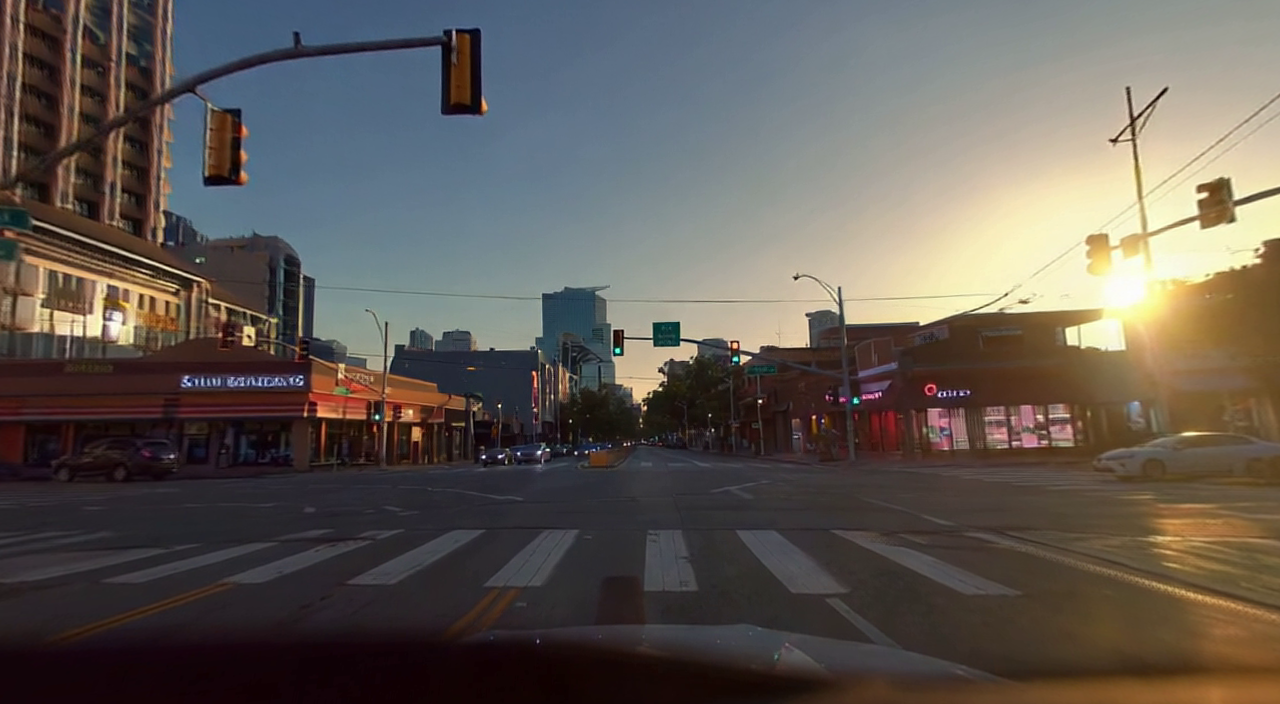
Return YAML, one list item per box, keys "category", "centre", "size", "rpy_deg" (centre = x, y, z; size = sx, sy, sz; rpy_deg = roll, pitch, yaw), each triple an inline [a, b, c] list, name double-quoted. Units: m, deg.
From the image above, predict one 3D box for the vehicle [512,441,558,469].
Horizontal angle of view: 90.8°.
- category: "vehicle"
  centre: [-6.813, 6.739, 41.513]
  size: [2.181, 1.703, 4.512]
  rpy_deg: [-1, -9, 1]

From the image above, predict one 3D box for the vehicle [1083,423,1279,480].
- category: "vehicle"
  centre: [15.405, 2.753, 17.518]
  size: [4.651, 1.463, 1.880]
  rpy_deg: [-2, -9, 9]

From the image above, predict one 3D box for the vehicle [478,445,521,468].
- category: "vehicle"
  centre: [-9.882, 7.409, 44.860]
  size: [2.106, 1.505, 4.228]
  rpy_deg: [0, -9, -1]

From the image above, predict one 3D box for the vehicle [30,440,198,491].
- category: "vehicle"
  centre: [-21.158, 4.532, 25.517]
  size: [5.161, 1.910, 2.275]
  rpy_deg: [-2, -9, 11]
